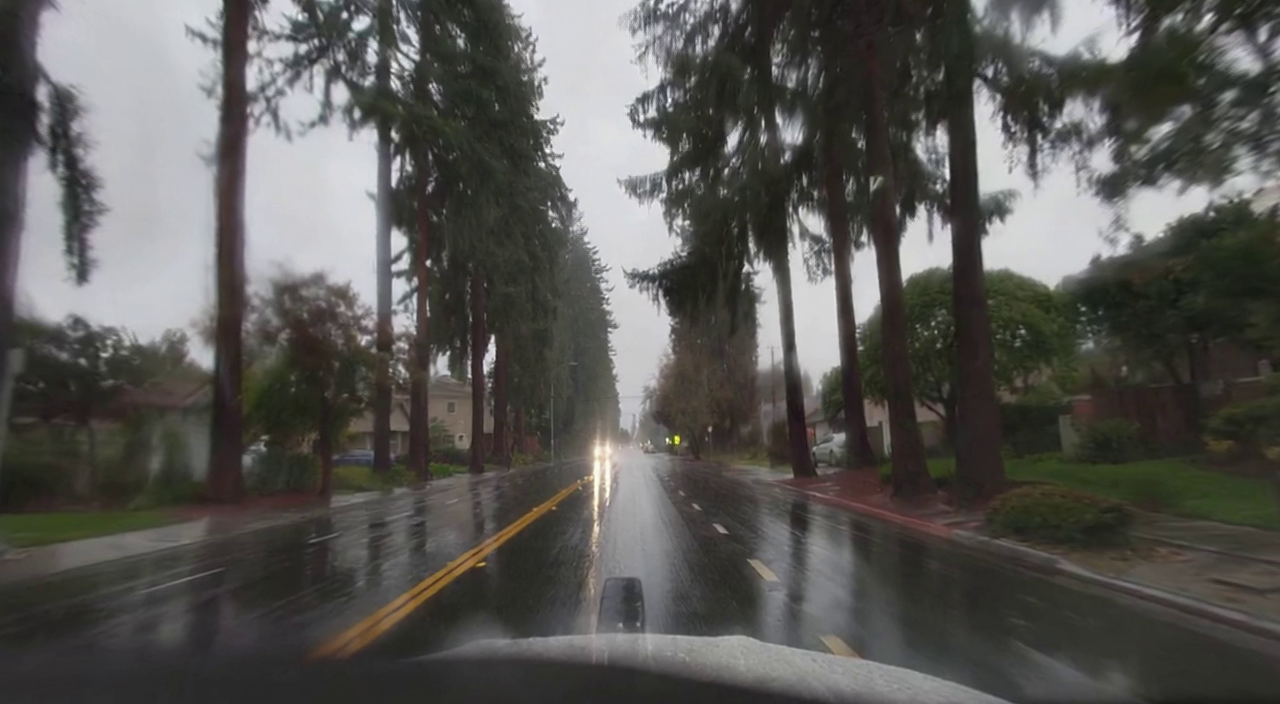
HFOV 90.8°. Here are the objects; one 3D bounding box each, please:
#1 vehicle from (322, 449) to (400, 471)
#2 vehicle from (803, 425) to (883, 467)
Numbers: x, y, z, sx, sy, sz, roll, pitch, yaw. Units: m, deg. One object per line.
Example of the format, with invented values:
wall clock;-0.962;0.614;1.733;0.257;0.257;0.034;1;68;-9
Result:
vehicle;-19.474;7.552;44.218;4.459;1.432;1.979;0;-9;-1
vehicle;10.676;5.024;33.754;2.305;2.042;5.711;0;-8;0
